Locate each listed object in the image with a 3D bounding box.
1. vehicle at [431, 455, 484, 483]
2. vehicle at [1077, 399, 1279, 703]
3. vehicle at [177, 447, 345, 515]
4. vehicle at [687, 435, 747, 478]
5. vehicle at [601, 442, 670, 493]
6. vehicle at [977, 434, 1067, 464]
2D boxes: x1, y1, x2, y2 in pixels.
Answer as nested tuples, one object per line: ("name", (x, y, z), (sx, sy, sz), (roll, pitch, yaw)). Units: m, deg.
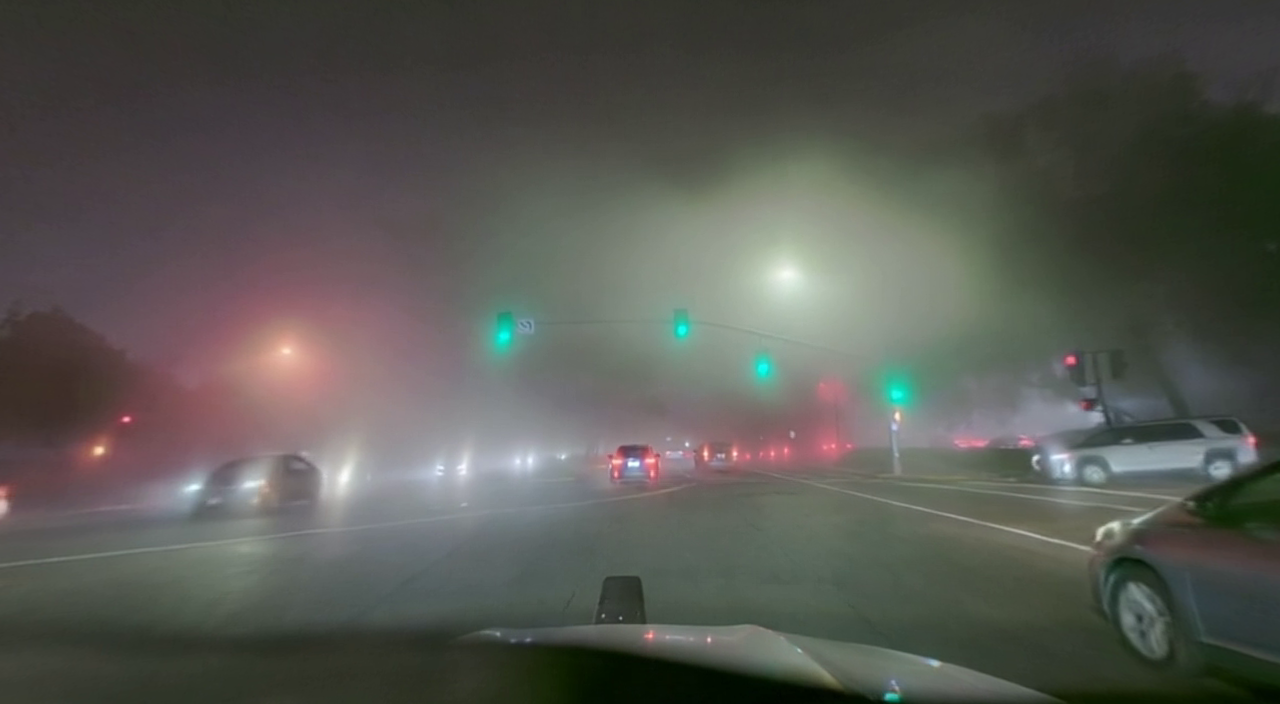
("vehicle", (-10.749, 6.905, 37.550), (1.808, 1.512, 4.447), (0, -8, 1))
("vehicle", (3.797, 0.793, 1.702), (2.049, 1.473, 4.425), (0, -8, 0))
("vehicle", (-11.108, 3.768, 19.022), (2.102, 1.758, 4.532), (0, -8, 2))
("vehicle", (3.424, 4.746, 28.945), (2.107, 1.773, 4.557), (0, -8, -1))
("vehicle", (-0.138, 3.710, 20.685), (2.034, 1.500, 3.966), (0, -8, 0))
("vehicle", (21.278, 5.465, 35.456), (1.865, 1.452, 4.585), (-3, -9, -4))
